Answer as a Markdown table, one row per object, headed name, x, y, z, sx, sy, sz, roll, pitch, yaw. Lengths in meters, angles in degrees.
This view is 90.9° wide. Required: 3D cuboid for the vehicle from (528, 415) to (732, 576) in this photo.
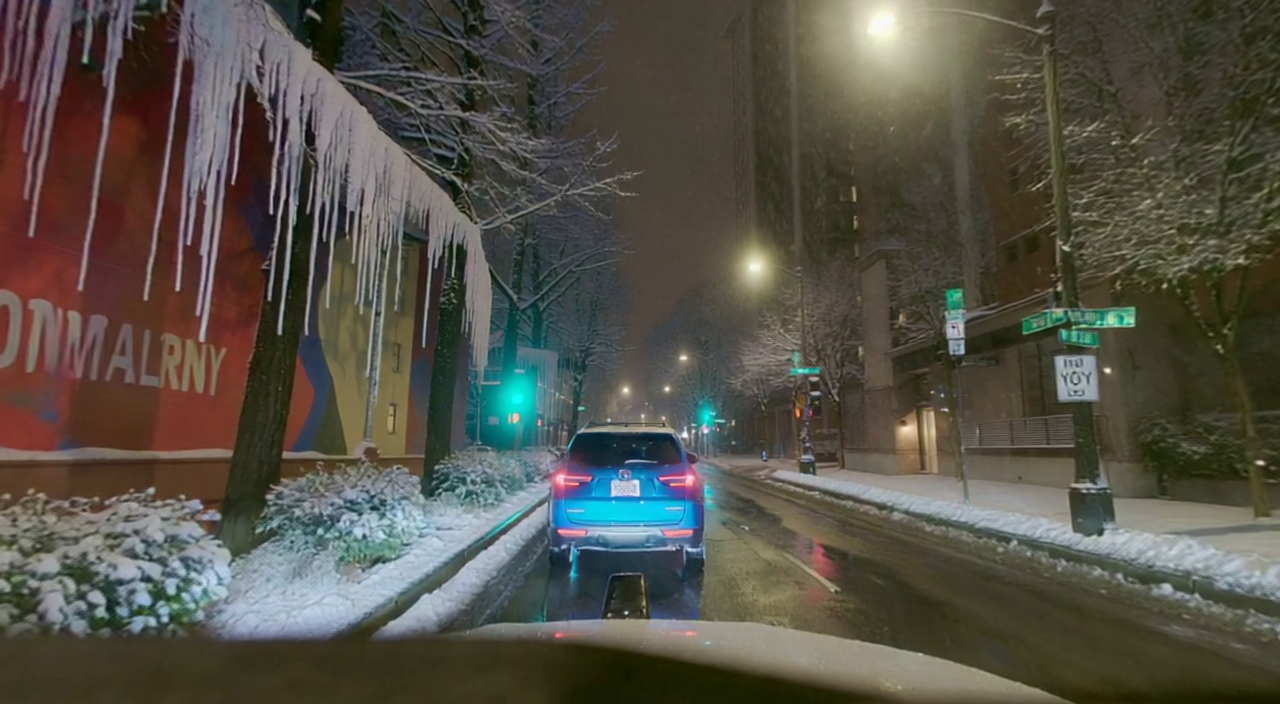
| name | x | y | z | sx | sy | sz | roll | pitch | yaw |
| --- | --- | --- | --- | --- | --- | --- | --- | --- | --- |
| vehicle | -0.128 | 1.760 | 8.448 | 2.079 | 1.621 | 3.861 | 0 | -8 | -1 |
